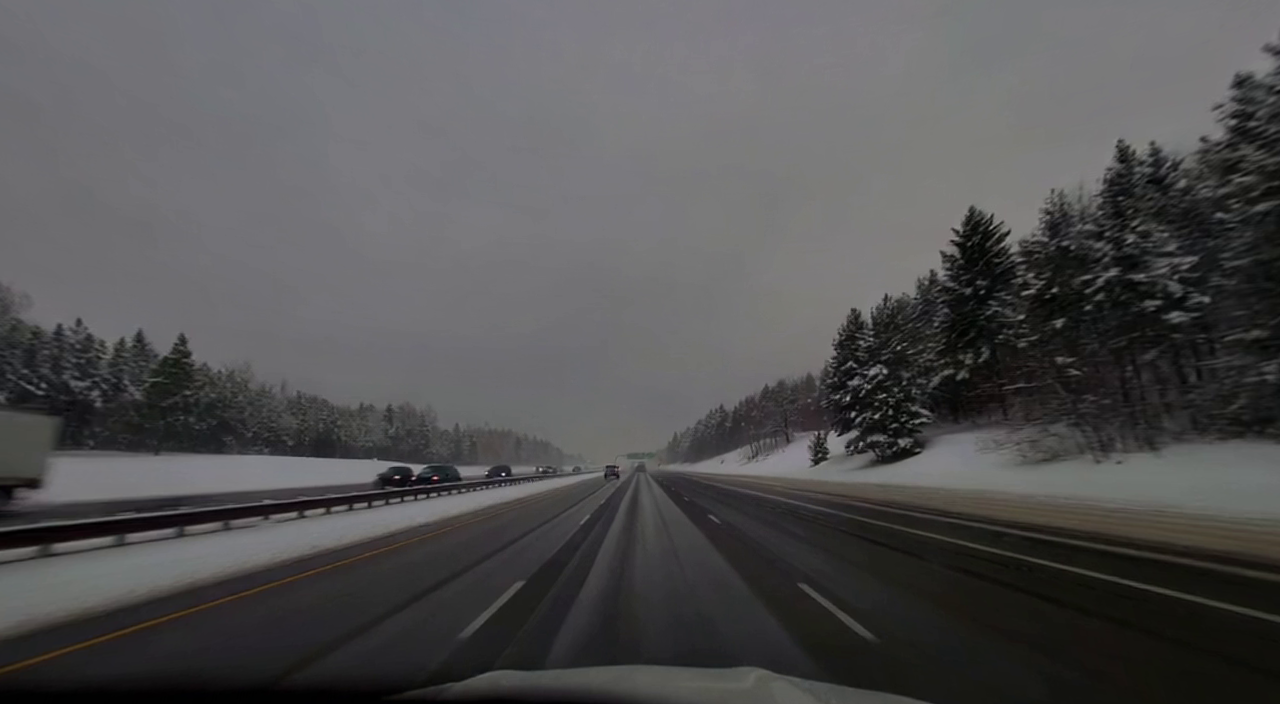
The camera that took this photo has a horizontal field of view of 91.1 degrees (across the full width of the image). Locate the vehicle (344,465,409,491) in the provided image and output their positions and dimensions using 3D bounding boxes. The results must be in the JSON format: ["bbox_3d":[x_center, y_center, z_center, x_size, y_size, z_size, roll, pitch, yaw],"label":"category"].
[{"bbox_3d":[-16.550,7.930,39.766,2.148,1.486,4.491,1,-10,0],"label":"vehicle"}]

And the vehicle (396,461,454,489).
[{"bbox_3d":[-12.791,7.341,37.609,1.890,1.484,4.369,1,-10,0],"label":"vehicle"}]
